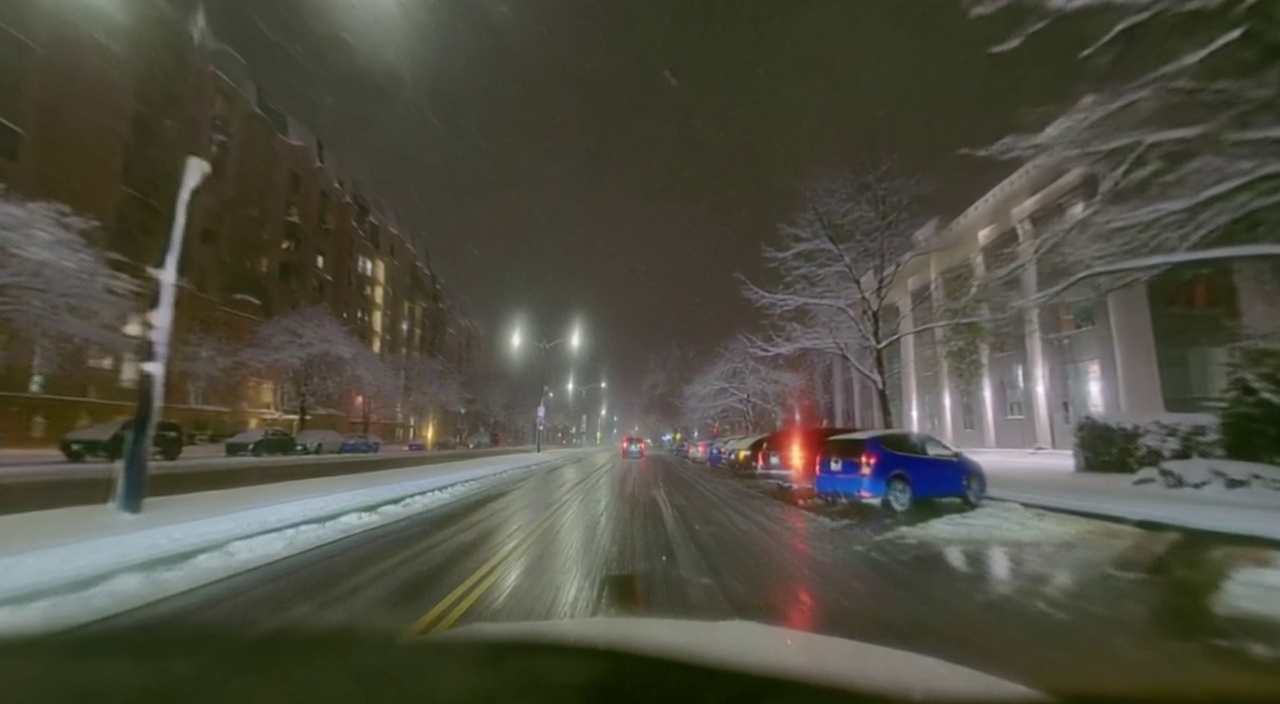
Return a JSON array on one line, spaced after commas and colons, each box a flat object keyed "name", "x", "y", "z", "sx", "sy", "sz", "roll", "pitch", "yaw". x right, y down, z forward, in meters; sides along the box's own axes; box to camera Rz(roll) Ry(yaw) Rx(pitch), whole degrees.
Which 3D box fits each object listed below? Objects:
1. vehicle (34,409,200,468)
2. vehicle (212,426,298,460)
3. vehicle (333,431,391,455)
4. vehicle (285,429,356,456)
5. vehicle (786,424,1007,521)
[{"name": "vehicle", "x": -18.771, "y": 3.153, "z": 22.936, "sx": 1.972, "sy": 1.839, "sz": 4.553, "roll": 3, "pitch": -8, "yaw": 1}, {"name": "vehicle", "x": -18.789, "y": 4.468, "z": 30.935, "sx": 1.807, "sy": 1.501, "sz": 4.134, "roll": 0, "pitch": -8, "yaw": -3}, {"name": "vehicle", "x": -18.980, "y": 6.236, "z": 43.196, "sx": 1.869, "sy": 1.494, "sz": 4.833, "roll": 0, "pitch": -8, "yaw": -2}, {"name": "vehicle", "x": -18.719, "y": 5.331, "z": 37.089, "sx": 1.811, "sy": 1.502, "sz": 4.639, "roll": 0, "pitch": -8, "yaw": -1}, {"name": "vehicle", "x": 4.873, "y": 2.143, "z": 11.805, "sx": 4.047, "sy": 1.497, "sz": 1.898, "roll": 5, "pitch": -10, "yaw": -36}]
